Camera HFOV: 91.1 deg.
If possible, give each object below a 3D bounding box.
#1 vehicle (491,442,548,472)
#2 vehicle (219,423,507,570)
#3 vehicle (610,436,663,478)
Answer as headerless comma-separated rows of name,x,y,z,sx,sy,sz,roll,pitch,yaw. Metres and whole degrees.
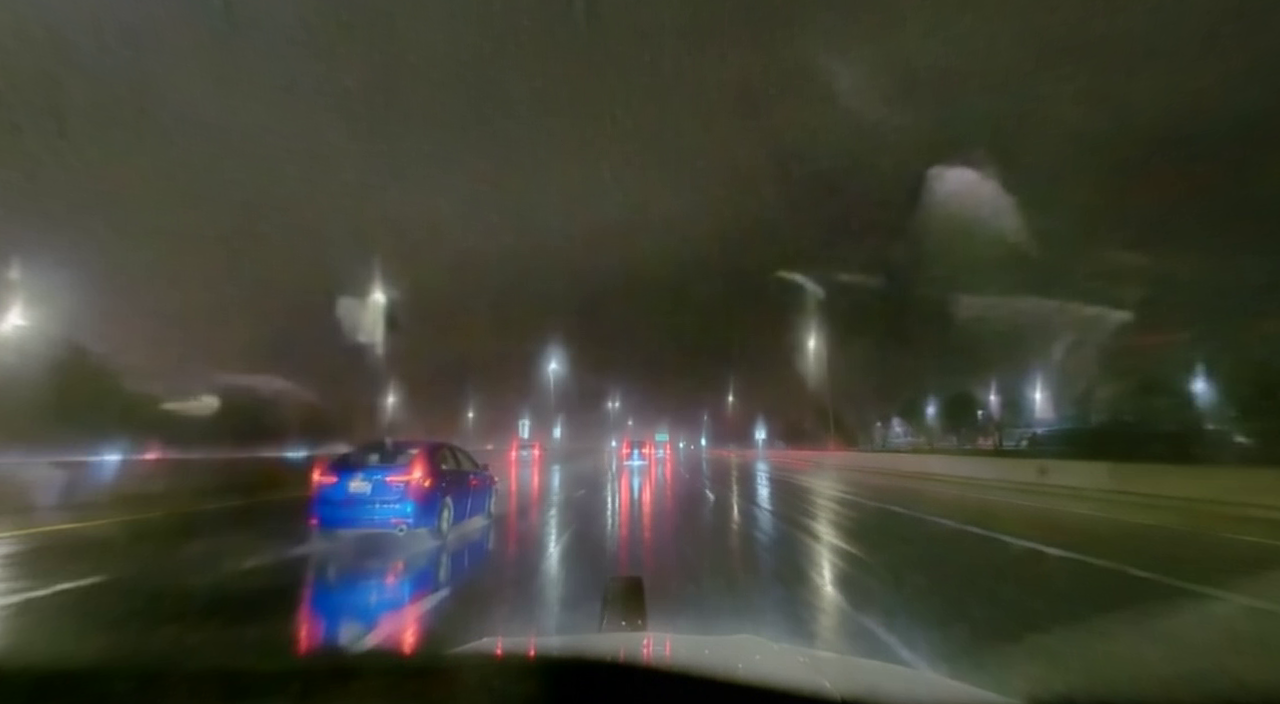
vehicle,-6.406,5.644,33.936,1.994,1.519,4.668,0,-9,2
vehicle,-3.555,1.950,9.274,2.124,1.607,4.531,0,-9,1
vehicle,-0.116,4.638,28.002,2.155,1.690,4.318,0,-9,1
